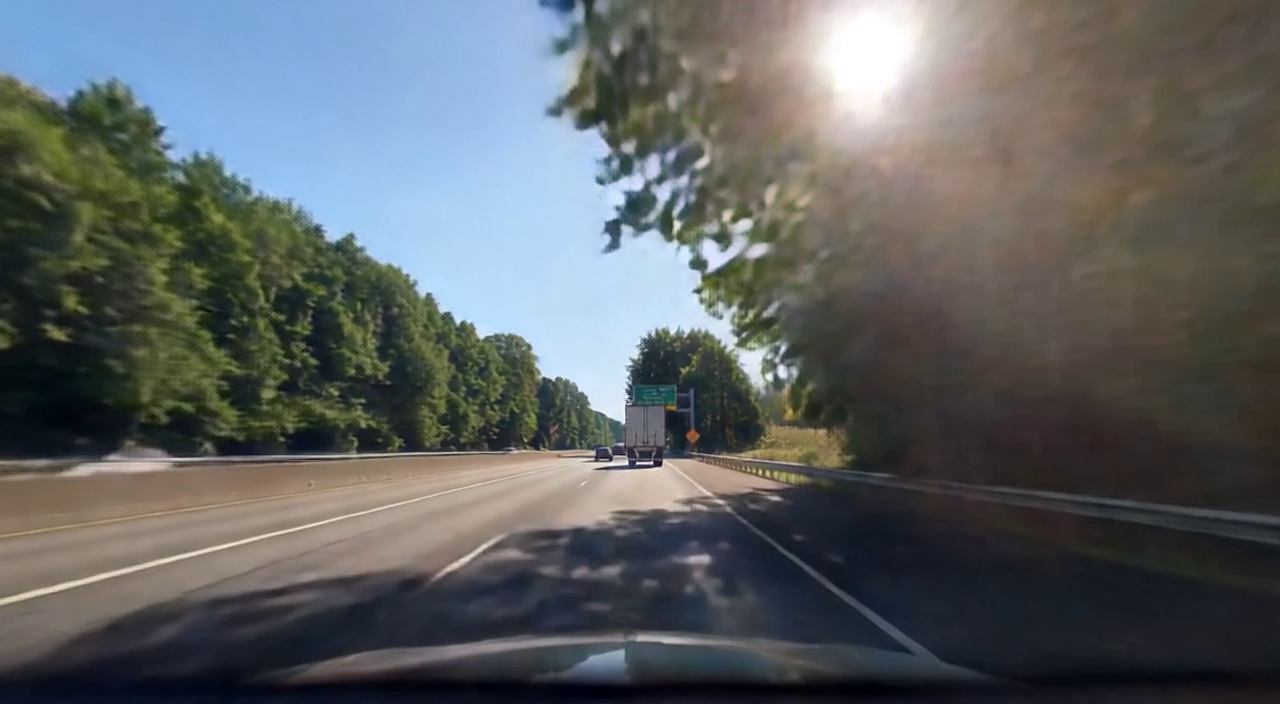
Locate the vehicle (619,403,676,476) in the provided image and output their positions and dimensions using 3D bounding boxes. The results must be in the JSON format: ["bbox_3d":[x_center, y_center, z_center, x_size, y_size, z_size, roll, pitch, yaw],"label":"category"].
[{"bbox_3d":[0.231,5.582,39.413,2.976,3.800,12.335,0,-9,-1],"label":"vehicle"}]

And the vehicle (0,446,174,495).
[{"bbox_3d":[-18.685,4.010,21.658,1.851,1.475,4.593,0,-9,-1],"label":"vehicle"}]
